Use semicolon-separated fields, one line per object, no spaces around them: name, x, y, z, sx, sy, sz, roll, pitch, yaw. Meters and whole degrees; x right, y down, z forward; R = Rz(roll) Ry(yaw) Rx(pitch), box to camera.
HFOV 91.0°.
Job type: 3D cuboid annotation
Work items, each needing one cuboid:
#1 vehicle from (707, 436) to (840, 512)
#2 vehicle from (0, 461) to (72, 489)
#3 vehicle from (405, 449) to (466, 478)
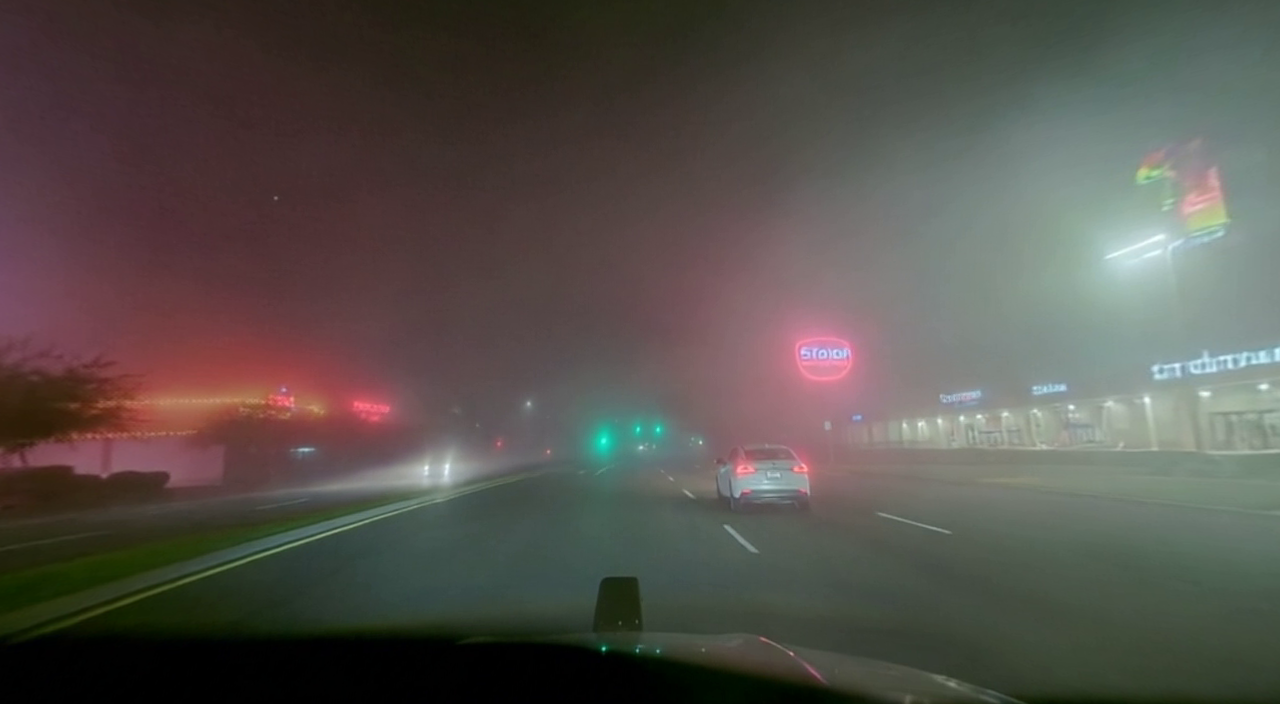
vehicle;2.852;2.728;14.610;2.015;1.479;4.444;0;-9;-1
vehicle;-40.785;8.115;41.604;4.421;1.675;2.042;0;-9;-1
vehicle;-11.540;6.299;35.749;1.944;1.512;4.278;0;-9;1
